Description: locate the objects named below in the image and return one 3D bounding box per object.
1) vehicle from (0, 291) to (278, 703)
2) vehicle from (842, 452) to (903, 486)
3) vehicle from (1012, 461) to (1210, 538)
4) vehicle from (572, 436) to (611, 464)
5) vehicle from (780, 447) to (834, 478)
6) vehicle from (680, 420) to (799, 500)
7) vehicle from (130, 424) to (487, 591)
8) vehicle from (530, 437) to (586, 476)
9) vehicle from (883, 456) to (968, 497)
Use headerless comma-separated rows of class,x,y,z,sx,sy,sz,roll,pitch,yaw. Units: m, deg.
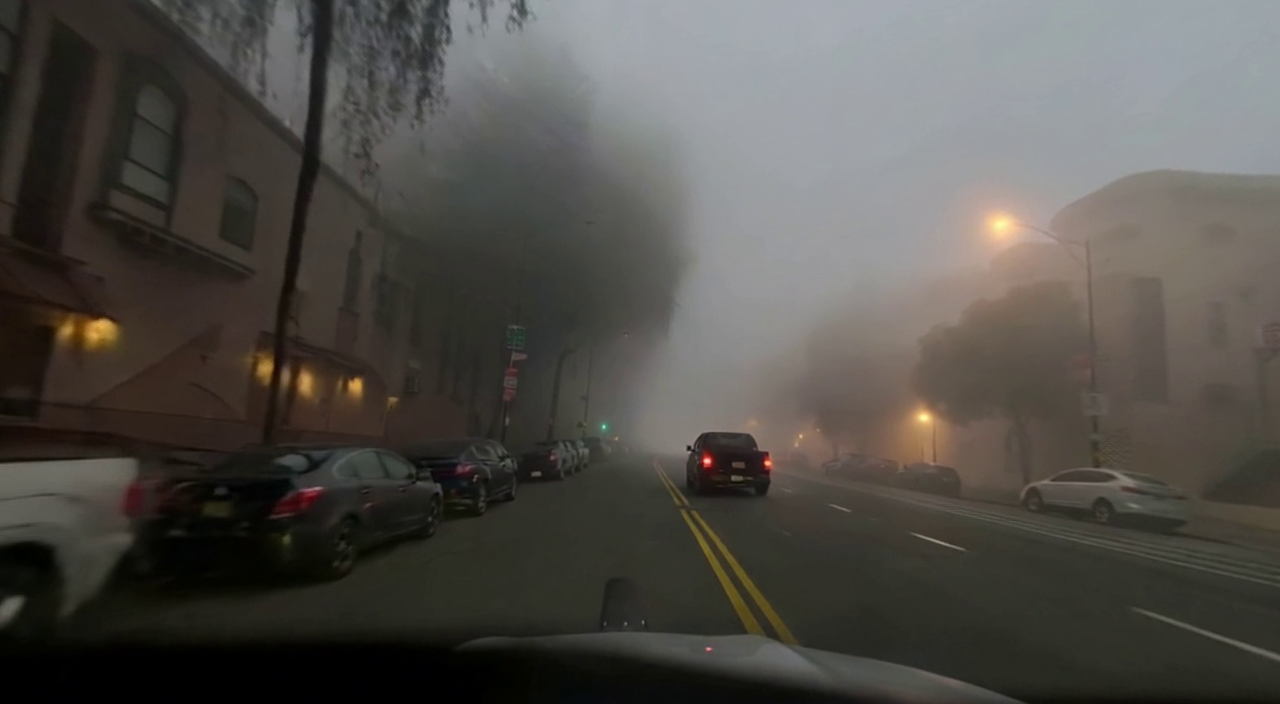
vehicle,-3.645,0.550,1.525,2.171,1.816,5.274,-1,-8,3
vehicle,13.543,6.797,36.990,2.036,1.704,4.401,3,-8,1
vehicle,13.362,4.155,18.344,2.189,1.753,4.376,4,-9,-4
vehicle,-2.992,6.142,39.641,1.933,1.652,4.508,0,-8,2
vehicle,9.916,6.568,37.812,2.022,1.512,4.120,5,-8,0
vehicle,2.569,2.999,18.127,2.411,1.899,5.993,0,-8,0
vehicle,-3.487,1.682,7.834,1.989,1.467,4.350,0,-8,1
vehicle,-3.404,4.390,26.851,1.842,1.497,4.238,0,-8,-1
vehicle,13.355,5.808,29.780,1.866,1.554,4.393,2,-8,-2
